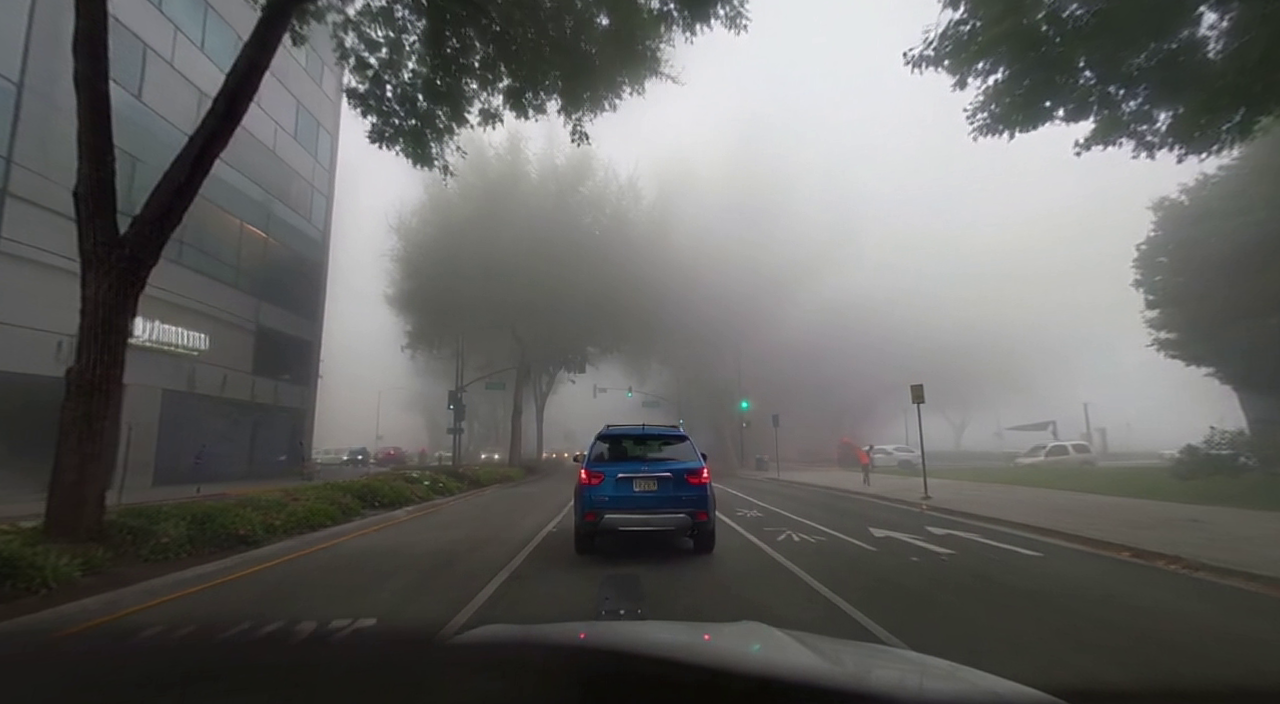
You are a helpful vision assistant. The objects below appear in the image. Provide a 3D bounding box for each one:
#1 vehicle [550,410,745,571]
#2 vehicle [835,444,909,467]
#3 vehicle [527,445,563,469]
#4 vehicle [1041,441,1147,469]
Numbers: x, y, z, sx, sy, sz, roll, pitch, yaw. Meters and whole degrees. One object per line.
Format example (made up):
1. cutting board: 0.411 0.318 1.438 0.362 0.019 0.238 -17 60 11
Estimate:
1. vehicle: -0.003 1.850 9.168 2.183 1.765 4.059 0 -9 -3
2. vehicle: 16.153 7.194 44.055 4.422 1.563 1.751 0 -8 -2
3. vehicle: -6.910 7.678 46.484 2.028 1.655 4.189 0 -9 0
4. vehicle: 26.561 6.043 37.064 4.571 1.558 2.171 0 -9 -2
